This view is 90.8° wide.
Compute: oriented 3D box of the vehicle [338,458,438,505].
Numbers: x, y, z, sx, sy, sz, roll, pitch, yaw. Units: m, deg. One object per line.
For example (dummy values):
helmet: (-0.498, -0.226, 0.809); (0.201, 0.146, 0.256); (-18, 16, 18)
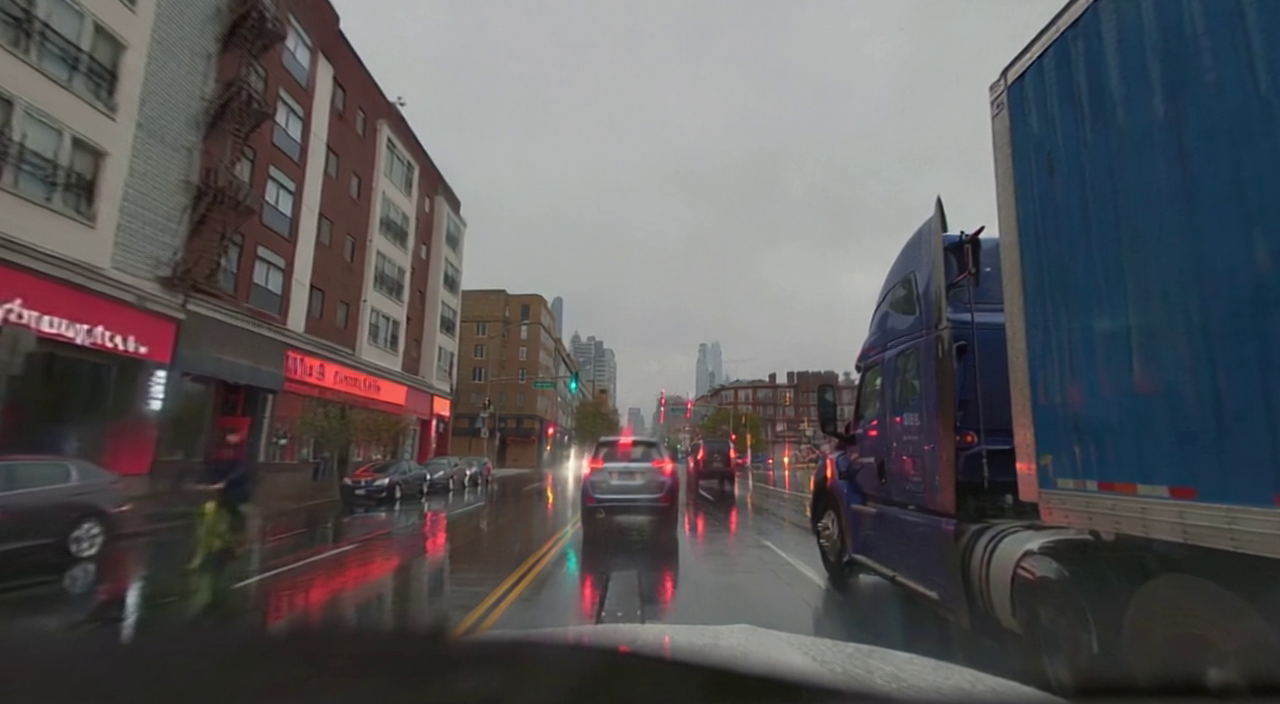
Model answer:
vehicle: (-8.713, 4.492, 22.300); (1.805, 1.379, 4.359); (0, -9, -1)

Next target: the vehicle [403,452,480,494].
vehicle: (-8.787, 5.356, 28.392); (2.084, 1.686, 4.422); (0, -9, -1)

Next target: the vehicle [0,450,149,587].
vehicle: (-8.847, 2.085, 7.888); (1.896, 1.652, 4.269); (0, -9, 1)

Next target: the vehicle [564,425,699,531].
vehicle: (-0.147, 2.499, 13.110); (2.283, 1.783, 4.548); (0, -9, 0)

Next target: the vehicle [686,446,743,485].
vehicle: (3.471, 5.395, 30.307); (2.159, 1.696, 4.316); (0, -9, 0)

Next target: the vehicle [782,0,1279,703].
vehicle: (3.055, -0.044, 2.249); (2.913, 3.771, 9.716); (0, -9, 1)
